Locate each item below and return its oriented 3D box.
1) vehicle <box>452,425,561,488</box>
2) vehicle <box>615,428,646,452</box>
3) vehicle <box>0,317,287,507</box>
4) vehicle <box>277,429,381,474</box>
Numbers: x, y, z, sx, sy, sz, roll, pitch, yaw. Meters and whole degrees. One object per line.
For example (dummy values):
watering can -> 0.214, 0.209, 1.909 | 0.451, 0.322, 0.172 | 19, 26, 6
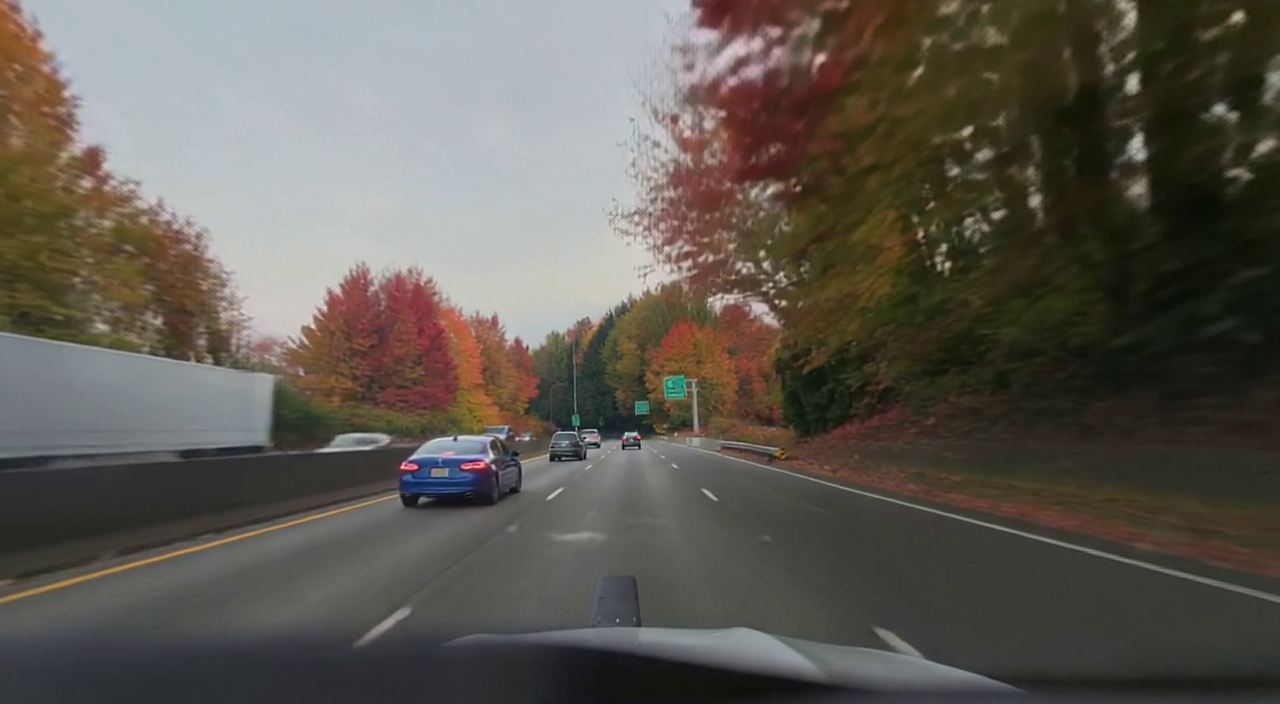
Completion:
vehicle -> -3.453, 2.792, 17.249 | 1.989, 1.497, 4.645 | 0, -8, 0
vehicle -> -0.626, 6.140, 43.826 | 2.054, 1.609, 3.859 | 0, -8, -1
vehicle -> -15.489, 1.839, 17.639 | 2.969, 4.098, 14.350 | 0, -8, -1
vehicle -> -12.143, 3.894, 24.905 | 1.937, 1.605, 4.321 | 0, -8, 0
